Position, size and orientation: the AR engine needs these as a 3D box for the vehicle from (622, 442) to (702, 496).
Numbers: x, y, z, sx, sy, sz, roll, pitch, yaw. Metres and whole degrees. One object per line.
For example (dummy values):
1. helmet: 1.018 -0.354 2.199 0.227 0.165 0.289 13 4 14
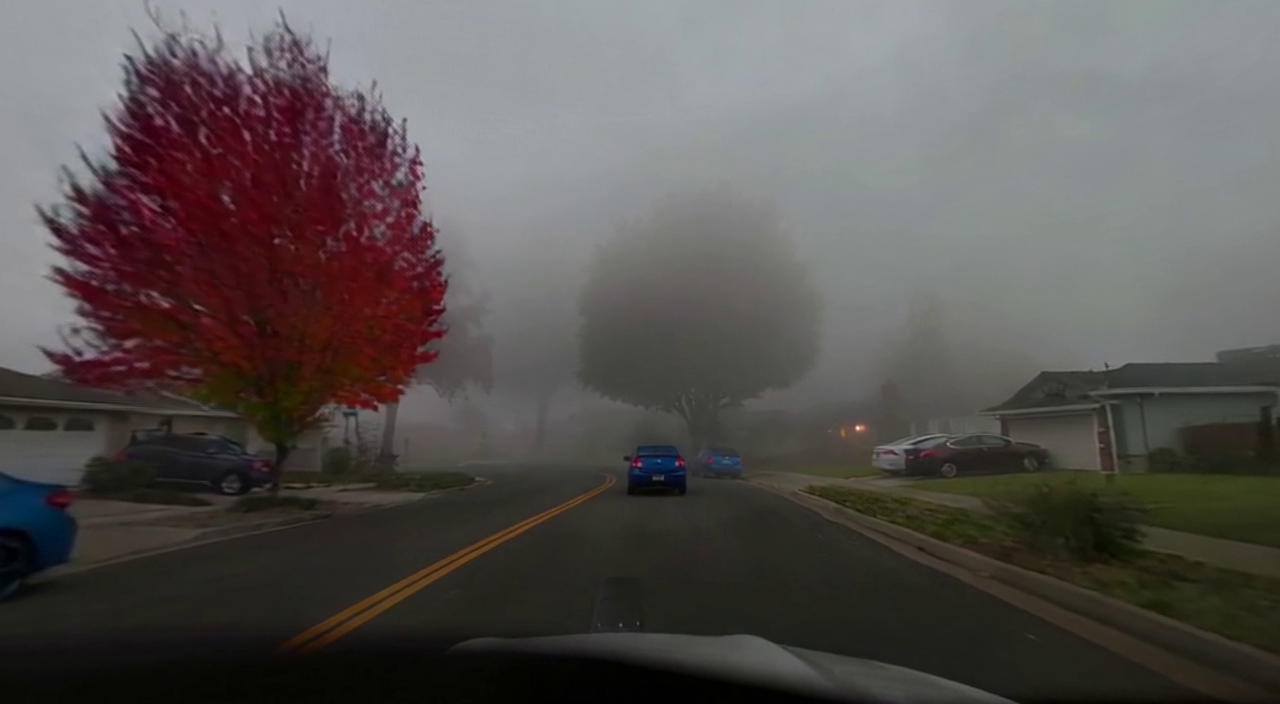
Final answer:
1. vehicle: 0.571 3.558 19.633 2.192 1.474 4.192 0 -9 -1

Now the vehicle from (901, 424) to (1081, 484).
1. vehicle: 11.152 3.237 20.293 4.524 1.587 2.064 -2 -7 -6

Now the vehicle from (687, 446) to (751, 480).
1. vehicle: 3.600 5.144 29.606 2.089 1.462 4.529 1 -9 -4

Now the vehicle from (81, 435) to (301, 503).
1. vehicle: -12.621 3.311 18.077 4.597 1.794 2.043 1 -10 -5

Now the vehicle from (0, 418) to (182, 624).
1. vehicle: -6.824 1.471 5.154 2.641 1.747 4.738 -2 -7 0
